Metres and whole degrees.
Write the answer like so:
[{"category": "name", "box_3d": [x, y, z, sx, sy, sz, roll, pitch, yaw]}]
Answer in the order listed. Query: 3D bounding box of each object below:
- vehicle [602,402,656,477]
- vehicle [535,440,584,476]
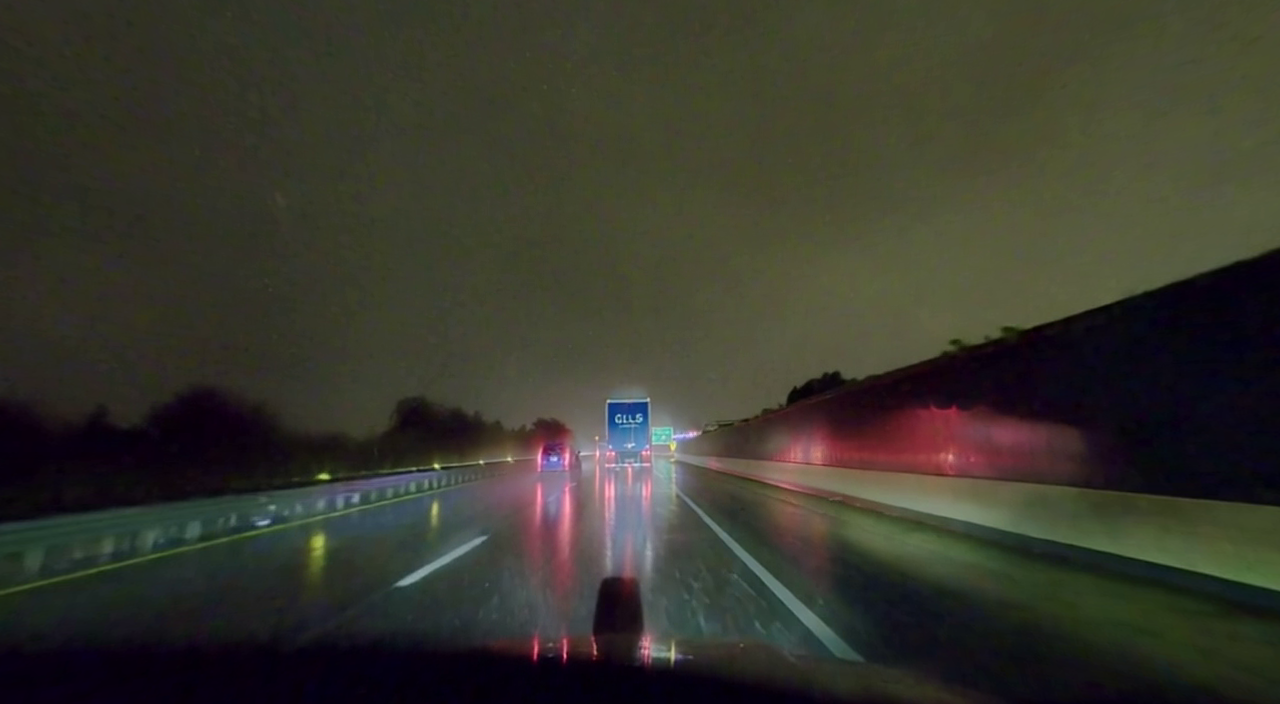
[{"category": "vehicle", "box_3d": [-0.670, 5.475, 38.947, 2.923, 4.007, 9.760, 0, -9, -1]}, {"category": "vehicle", "box_3d": [-4.722, 6.311, 37.660, 2.226, 1.935, 5.130, 0, -9, 0]}]
